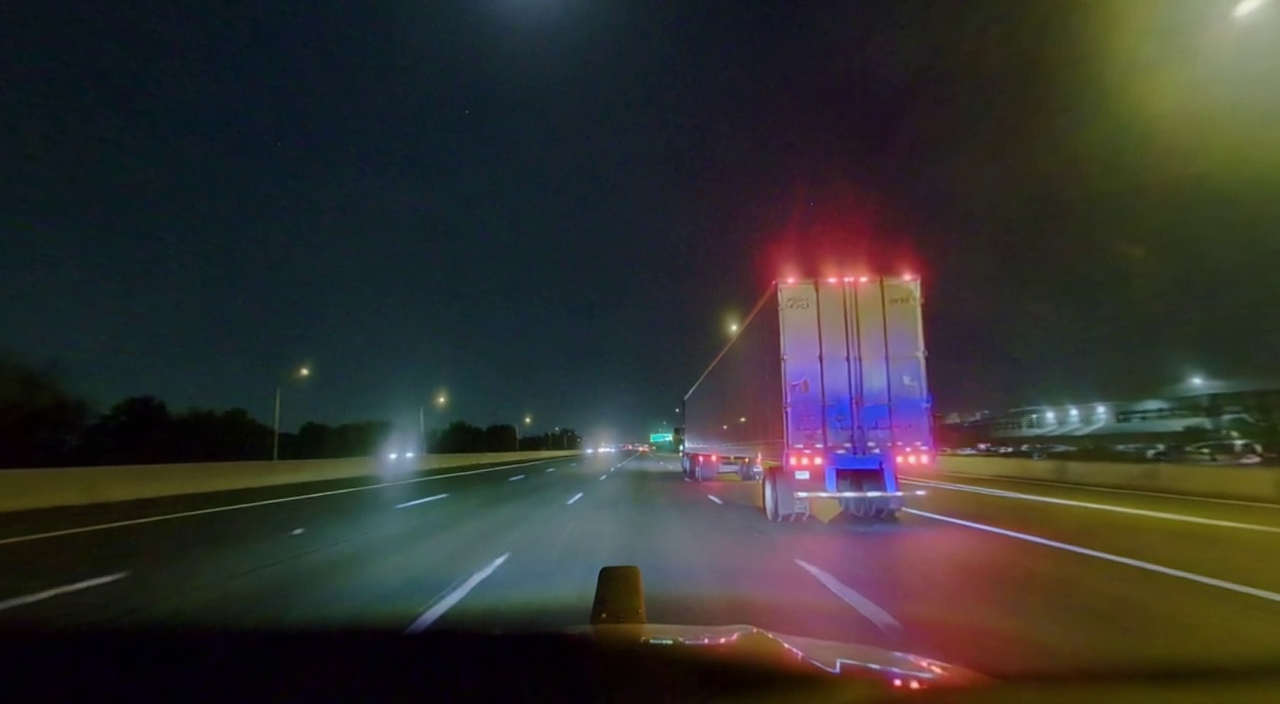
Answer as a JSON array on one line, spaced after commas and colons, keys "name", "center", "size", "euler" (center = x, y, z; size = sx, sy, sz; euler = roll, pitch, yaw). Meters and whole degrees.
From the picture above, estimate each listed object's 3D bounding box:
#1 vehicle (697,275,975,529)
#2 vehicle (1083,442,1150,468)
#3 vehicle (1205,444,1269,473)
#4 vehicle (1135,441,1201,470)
[{"name": "vehicle", "center": [3.843, 1.954, 18.222], "size": [2.949, 4.149, 16.046], "euler": [0, -9, 0]}, {"name": "vehicle", "center": [36.081, 7.765, 47.639], "size": [4.783, 1.697, 2.084], "euler": [2, -9, -28]}, {"name": "vehicle", "center": [35.322, 6.266, 37.200], "size": [4.488, 1.596, 1.972], "euler": [7, -11, -38]}, {"name": "vehicle", "center": [35.462, 6.896, 42.231], "size": [4.968, 1.825, 2.218], "euler": [7, -11, -37]}]
